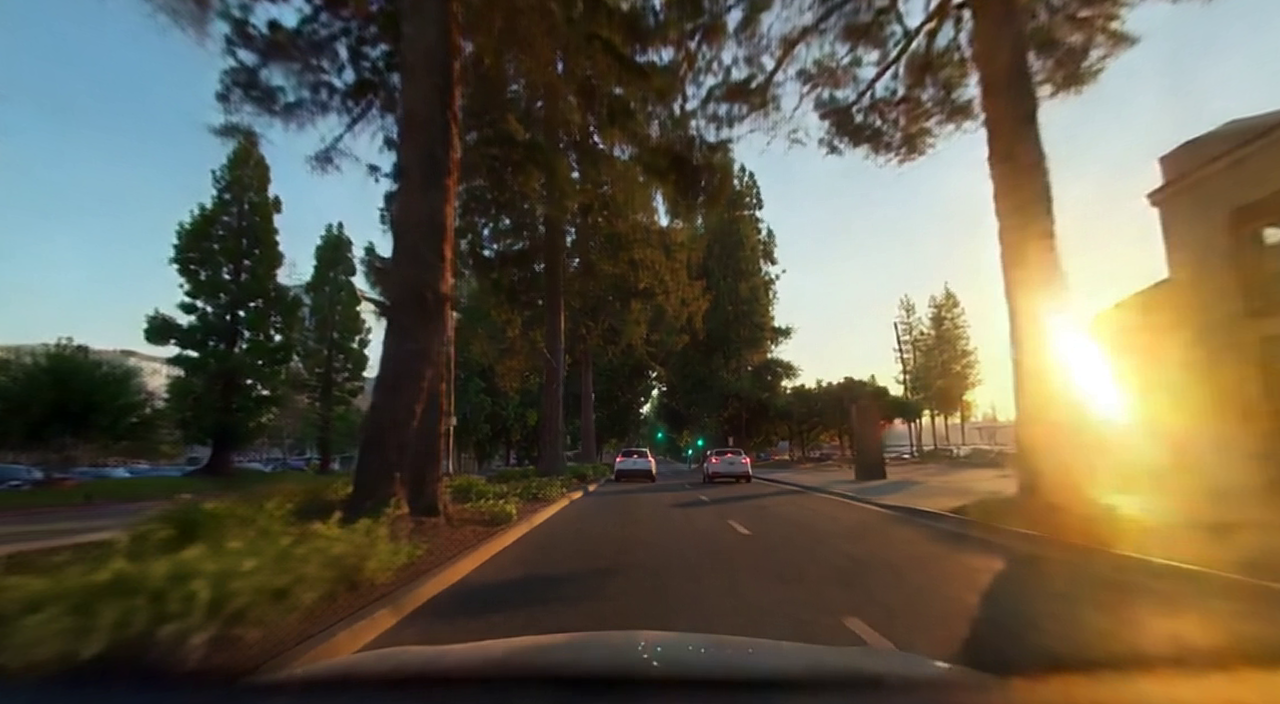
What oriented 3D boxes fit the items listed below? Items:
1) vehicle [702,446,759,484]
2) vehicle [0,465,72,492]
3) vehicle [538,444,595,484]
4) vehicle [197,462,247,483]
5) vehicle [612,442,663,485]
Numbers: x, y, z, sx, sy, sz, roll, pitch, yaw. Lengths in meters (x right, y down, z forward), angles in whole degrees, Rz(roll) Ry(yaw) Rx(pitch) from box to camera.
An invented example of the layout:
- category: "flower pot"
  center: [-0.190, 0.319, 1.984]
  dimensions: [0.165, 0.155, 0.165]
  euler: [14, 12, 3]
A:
- category: "vehicle"
  center: [3.934, 4.973, 28.101]
  dimensions: [1.847, 1.554, 4.052]
  euler: [0, -8, -1]
- category: "vehicle"
  center: [-39.649, 8.168, 40.952]
  dimensions: [1.750, 1.462, 4.400]
  euler: [1, -8, -6]
- category: "vehicle"
  center: [-3.380, 5.252, 29.968]
  dimensions: [2.047, 1.710, 4.314]
  euler: [0, -8, 2]
- category: "vehicle"
  center: [-32.257, 9.292, 48.783]
  dimensions: [1.742, 1.411, 4.415]
  euler: [2, -9, -13]
- category: "vehicle"
  center: [-0.050, 4.768, 27.247]
  dimensions: [2.022, 1.700, 4.084]
  euler: [0, -8, 2]
